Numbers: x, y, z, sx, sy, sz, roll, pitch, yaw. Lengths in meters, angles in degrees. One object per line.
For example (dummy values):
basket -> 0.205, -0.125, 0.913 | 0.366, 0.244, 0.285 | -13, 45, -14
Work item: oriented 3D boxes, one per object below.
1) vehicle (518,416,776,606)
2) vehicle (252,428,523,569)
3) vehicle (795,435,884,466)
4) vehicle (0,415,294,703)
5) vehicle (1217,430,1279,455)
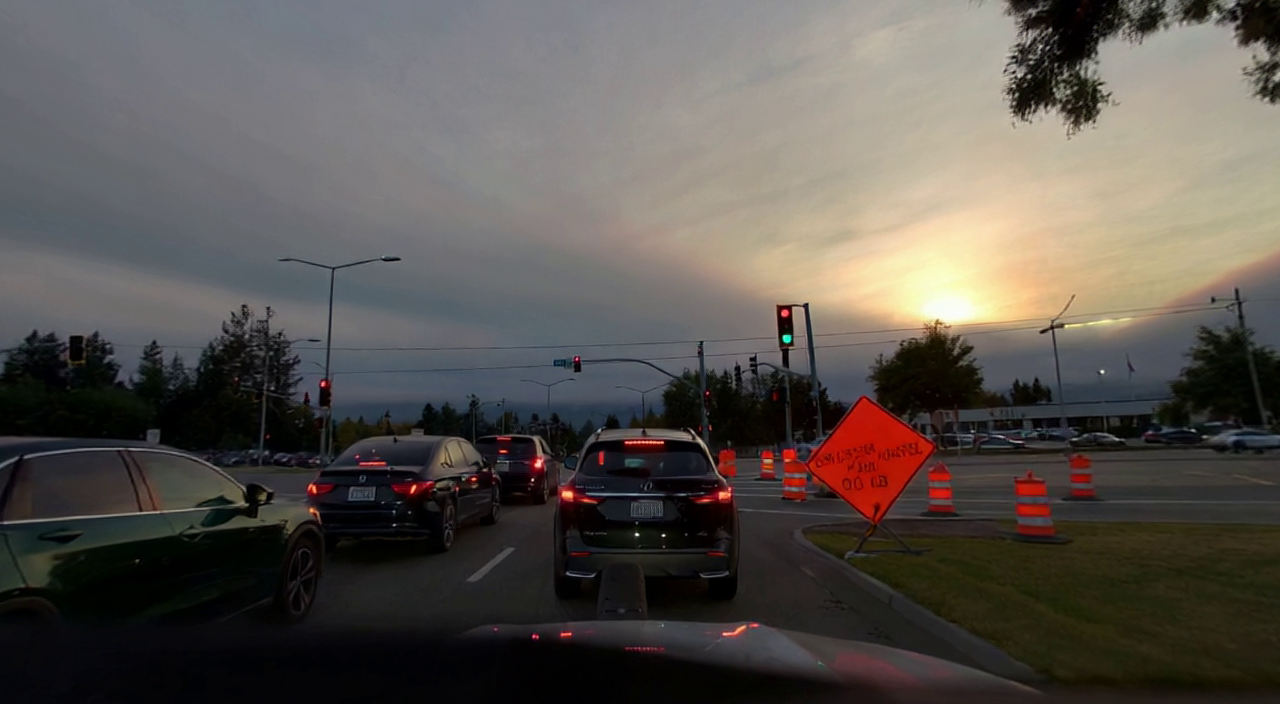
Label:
vehicle -> 0.100, 1.617, 7.212 | 2.167, 1.560, 3.676 | 0, -9, 1
vehicle -> -3.282, 1.995, 9.444 | 1.989, 1.541, 4.626 | 0, -9, 2
vehicle -> 12.851, 6.406, 40.863 | 5.082, 1.907, 2.115 | 0, -9, 3
vehicle -> -3.595, 0.943, 2.146 | 2.064, 1.497, 4.722 | 0, -9, 1
vehicle -> 40.426, 5.897, 40.904 | 4.051, 1.583, 1.794 | 0, -9, 1
